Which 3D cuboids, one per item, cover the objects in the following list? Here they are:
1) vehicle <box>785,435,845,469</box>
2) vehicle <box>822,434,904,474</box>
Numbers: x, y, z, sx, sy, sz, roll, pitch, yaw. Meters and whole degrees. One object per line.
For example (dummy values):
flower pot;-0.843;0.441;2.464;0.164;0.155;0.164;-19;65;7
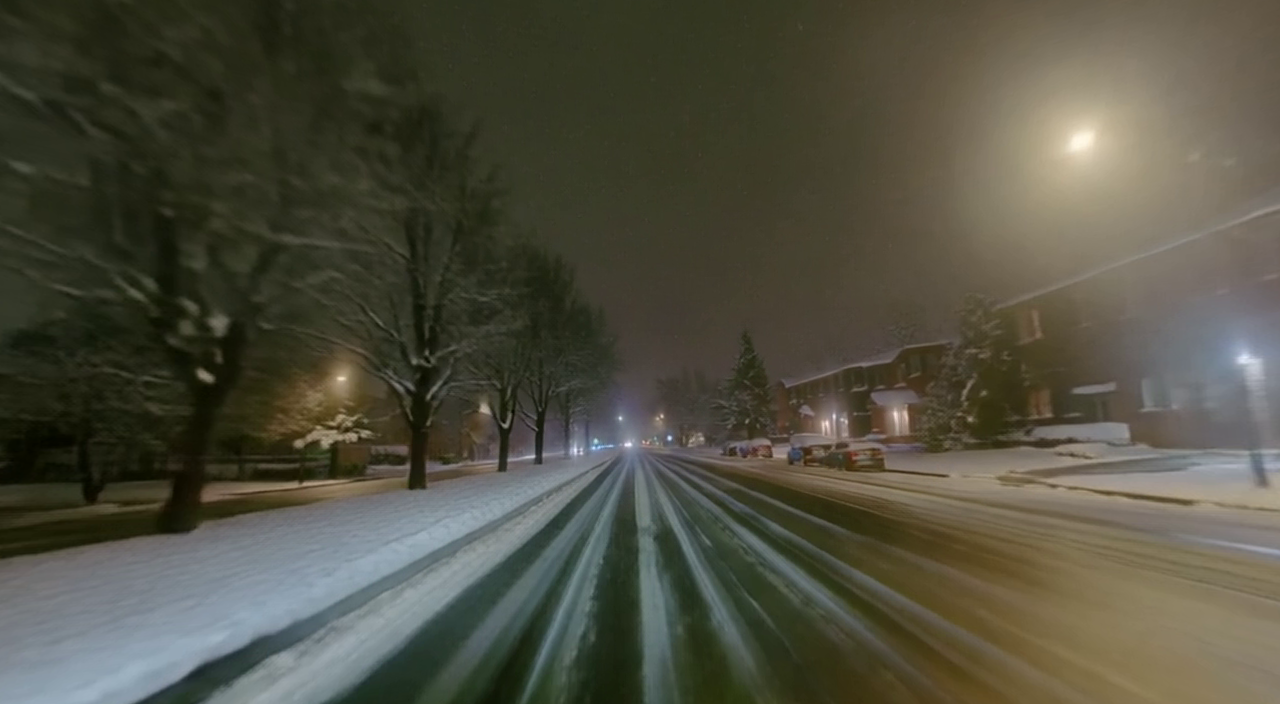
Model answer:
vehicle;9.806;5.650;35.821;2.037;1.732;4.530;0;-9;-1
vehicle;9.926;4.572;28.518;1.984;1.672;4.262;0;-9;-2
